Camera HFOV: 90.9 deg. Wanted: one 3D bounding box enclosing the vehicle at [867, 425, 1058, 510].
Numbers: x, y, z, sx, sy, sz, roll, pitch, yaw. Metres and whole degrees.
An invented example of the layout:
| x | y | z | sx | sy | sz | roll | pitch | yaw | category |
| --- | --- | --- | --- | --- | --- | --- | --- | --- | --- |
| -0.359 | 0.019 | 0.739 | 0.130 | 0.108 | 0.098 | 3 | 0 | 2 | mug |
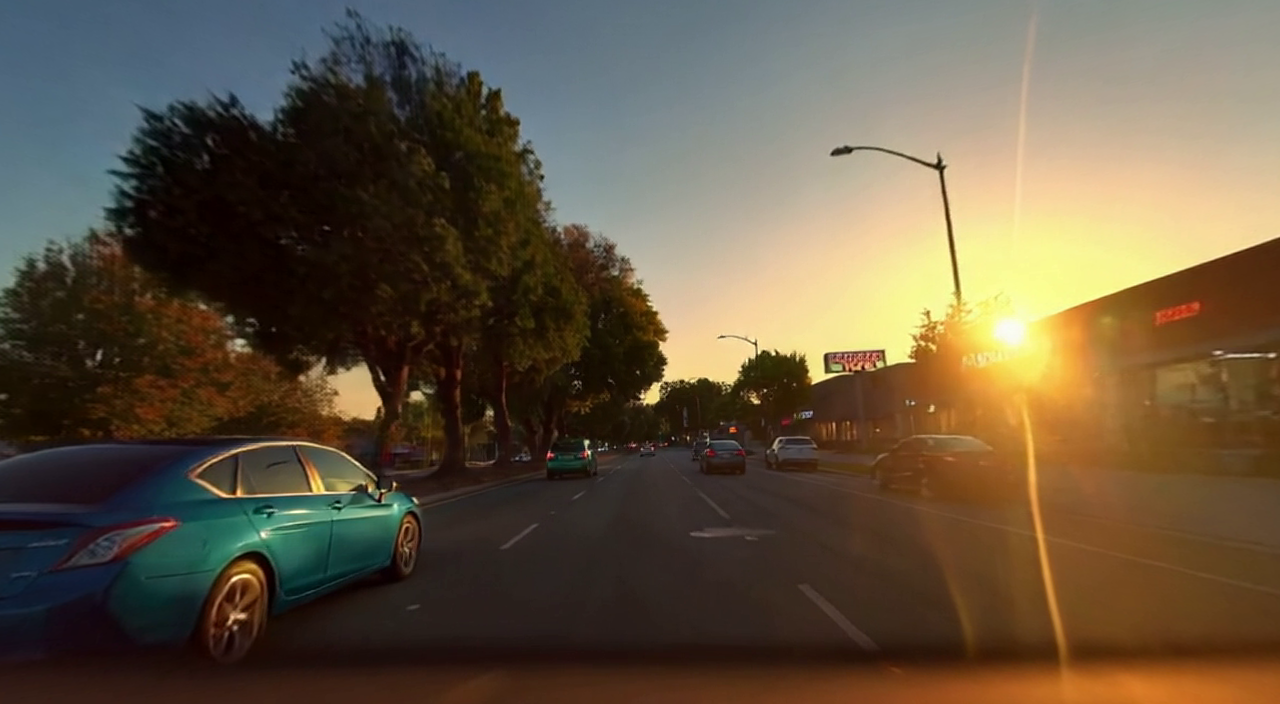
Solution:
| x | y | z | sx | sy | sz | roll | pitch | yaw | category |
| --- | --- | --- | --- | --- | --- | --- | --- | --- | --- |
| 7.362 | 2.678 | 15.100 | 2.089 | 1.678 | 4.725 | 0 | -8 | 1 | vehicle |

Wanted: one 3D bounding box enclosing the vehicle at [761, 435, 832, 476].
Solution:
| x | y | z | sx | sy | sz | roll | pitch | yaw | category |
| --- | --- | --- | --- | --- | --- | --- | --- | --- | --- |
| 7.545 | 5.031 | 30.896 | 2.198 | 1.788 | 4.941 | 1 | -8 | 0 | vehicle |

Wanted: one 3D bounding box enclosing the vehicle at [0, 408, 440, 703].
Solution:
| x | y | z | sx | sy | sz | roll | pitch | yaw | category |
| --- | --- | --- | --- | --- | --- | --- | --- | --- | --- |
| -3.234 | 1.275 | 4.505 | 1.956 | 1.460 | 4.802 | 0 | -8 | 1 | vehicle |

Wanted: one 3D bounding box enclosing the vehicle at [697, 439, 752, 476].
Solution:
| x | y | z | sx | sy | sz | roll | pitch | yaw | category |
| --- | --- | --- | --- | --- | --- | --- | --- | --- | --- |
| 3.728 | 4.719 | 28.482 | 1.904 | 1.490 | 4.299 | 0 | -8 | 0 | vehicle |

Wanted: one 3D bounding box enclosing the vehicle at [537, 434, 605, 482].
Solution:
| x | y | z | sx | sy | sz | roll | pitch | yaw | category |
| --- | --- | --- | --- | --- | --- | --- | --- | --- | --- |
| -2.708 | 4.309 | 25.917 | 2.193 | 1.788 | 4.603 | 0 | -8 | 1 | vehicle |
